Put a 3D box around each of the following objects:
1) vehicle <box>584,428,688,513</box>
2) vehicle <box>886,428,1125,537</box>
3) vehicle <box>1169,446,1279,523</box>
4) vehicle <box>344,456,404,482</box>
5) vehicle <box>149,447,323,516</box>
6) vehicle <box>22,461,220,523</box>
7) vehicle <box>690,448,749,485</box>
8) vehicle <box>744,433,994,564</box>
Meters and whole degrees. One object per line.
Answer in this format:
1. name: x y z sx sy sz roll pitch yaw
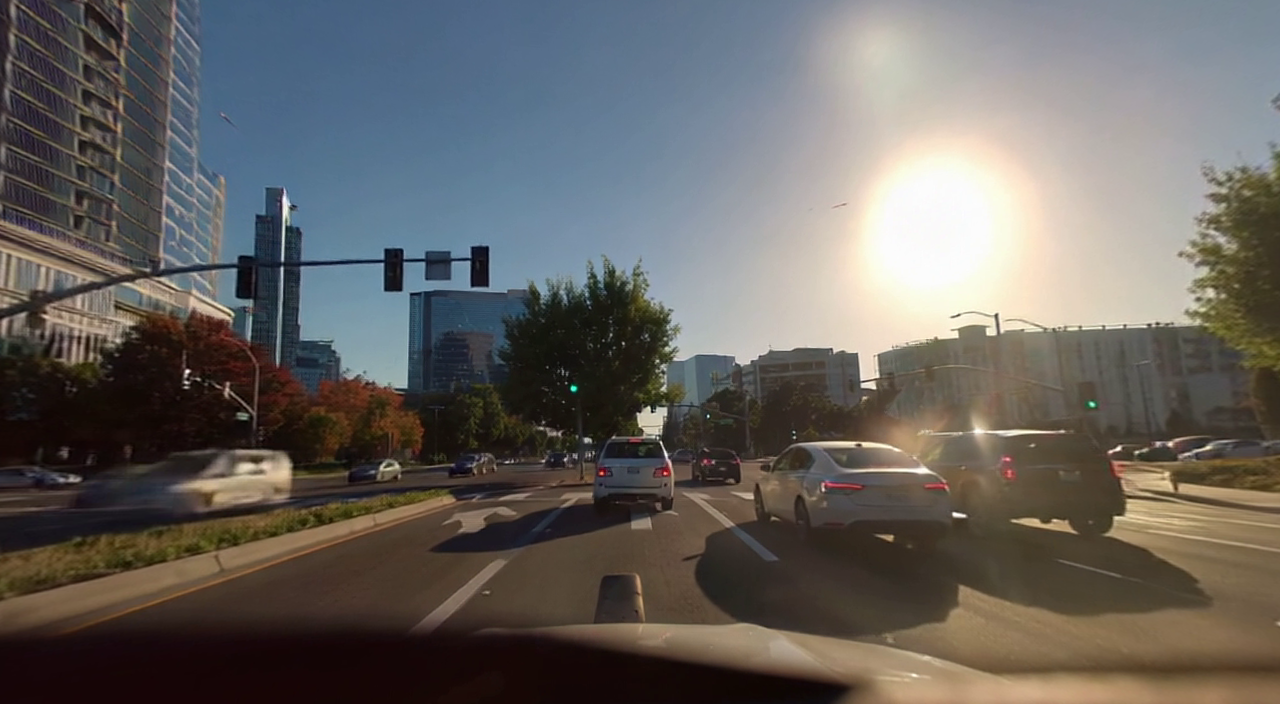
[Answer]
1. vehicle: -0.101 2.881 15.834 2.236 1.827 4.316 0 -9 0
2. vehicle: 6.732 2.425 12.371 1.987 1.730 4.373 0 -9 -1
3. vehicle: 14.455 2.831 13.651 2.125 1.592 4.428 0 -9 -1
4. vehicle: -17.566 7.736 42.041 1.911 1.483 4.849 0 -9 0
5. vehicle: -11.068 3.521 17.798 2.032 1.671 4.316 0 -9 0
6. vehicle: -14.421 3.871 17.967 2.107 1.448 4.179 0 -9 -1
7. vehicle: 3.516 5.138 28.740 2.004 1.523 4.263 0 -9 -1
8. vehicle: 3.194 2.139 10.122 2.034 1.558 4.774 0 -9 -3
